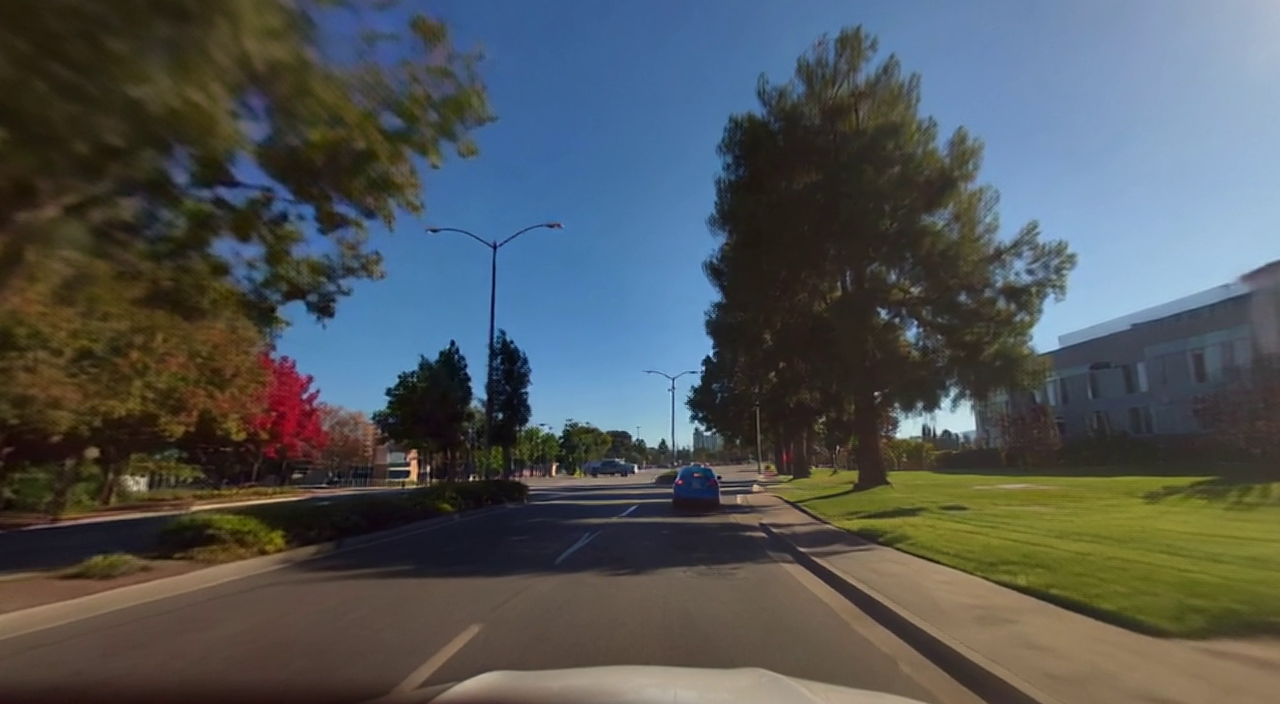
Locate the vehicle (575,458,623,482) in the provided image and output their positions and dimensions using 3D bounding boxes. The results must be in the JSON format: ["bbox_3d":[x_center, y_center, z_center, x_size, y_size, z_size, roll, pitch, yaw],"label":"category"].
[{"bbox_3d":[-2.647,7.877,42.068,1.870,1.518,4.390,-2,-11,15],"label":"vehicle"}]

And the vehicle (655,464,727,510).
[{"bbox_3d":[1.790,4.307,20.438,1.972,1.250,5.282,-1,-11,8],"label":"vehicle"}]
